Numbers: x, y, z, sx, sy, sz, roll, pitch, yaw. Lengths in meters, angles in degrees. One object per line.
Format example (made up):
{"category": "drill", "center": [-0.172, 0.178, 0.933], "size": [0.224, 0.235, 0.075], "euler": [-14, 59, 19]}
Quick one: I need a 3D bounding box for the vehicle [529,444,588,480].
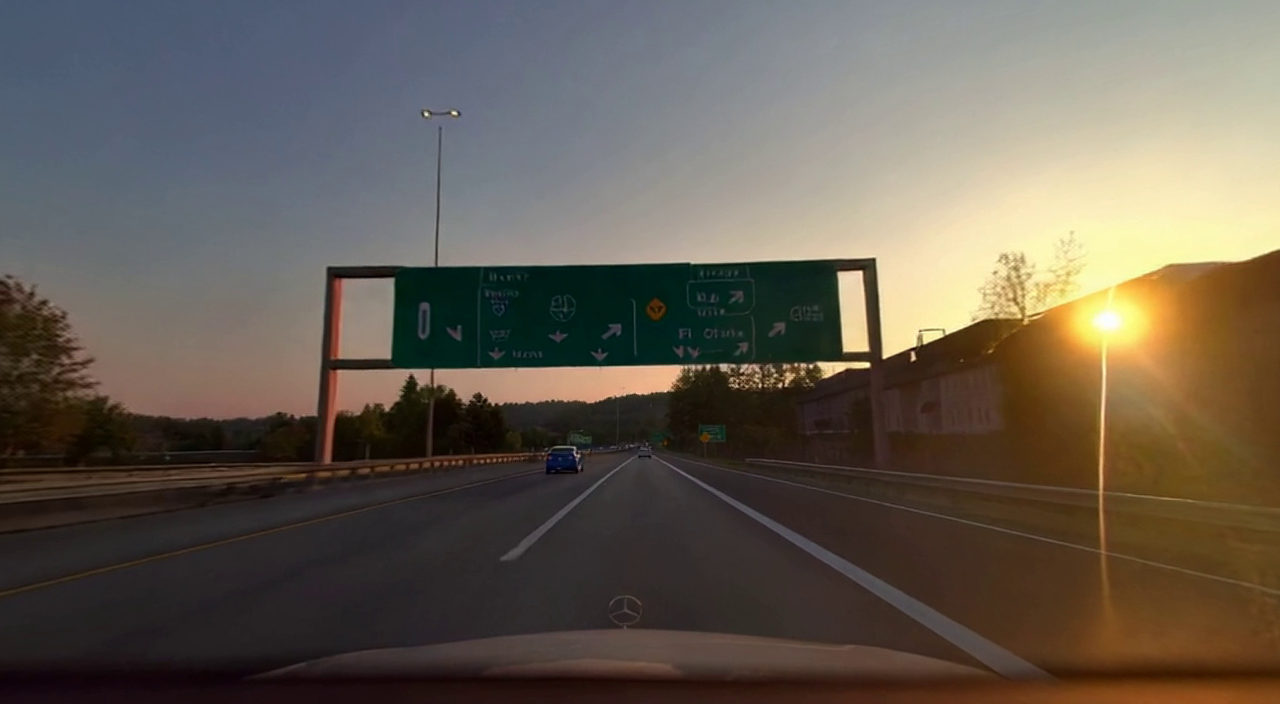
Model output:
{"category": "vehicle", "center": [-3.850, 5.284, 30.503], "size": [2.160, 1.552, 4.592], "euler": [0, -9, 1]}
